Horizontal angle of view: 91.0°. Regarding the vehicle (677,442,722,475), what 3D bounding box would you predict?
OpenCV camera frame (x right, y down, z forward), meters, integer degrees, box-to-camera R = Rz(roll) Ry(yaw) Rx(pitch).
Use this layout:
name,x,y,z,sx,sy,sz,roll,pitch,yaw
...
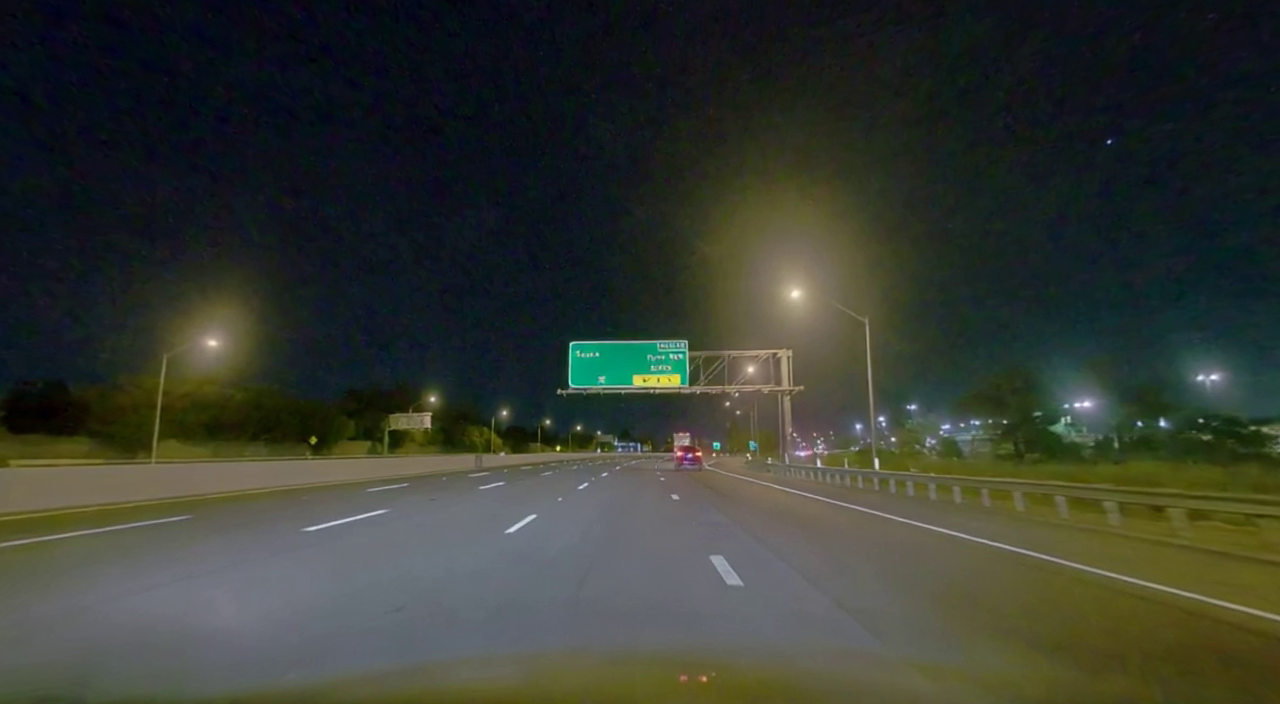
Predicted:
name,x,y,z,sx,sy,sz,roll,pitch,yaw
vehicle,3.484,6.329,37.742,2.225,1.833,4.340,0,-9,0
